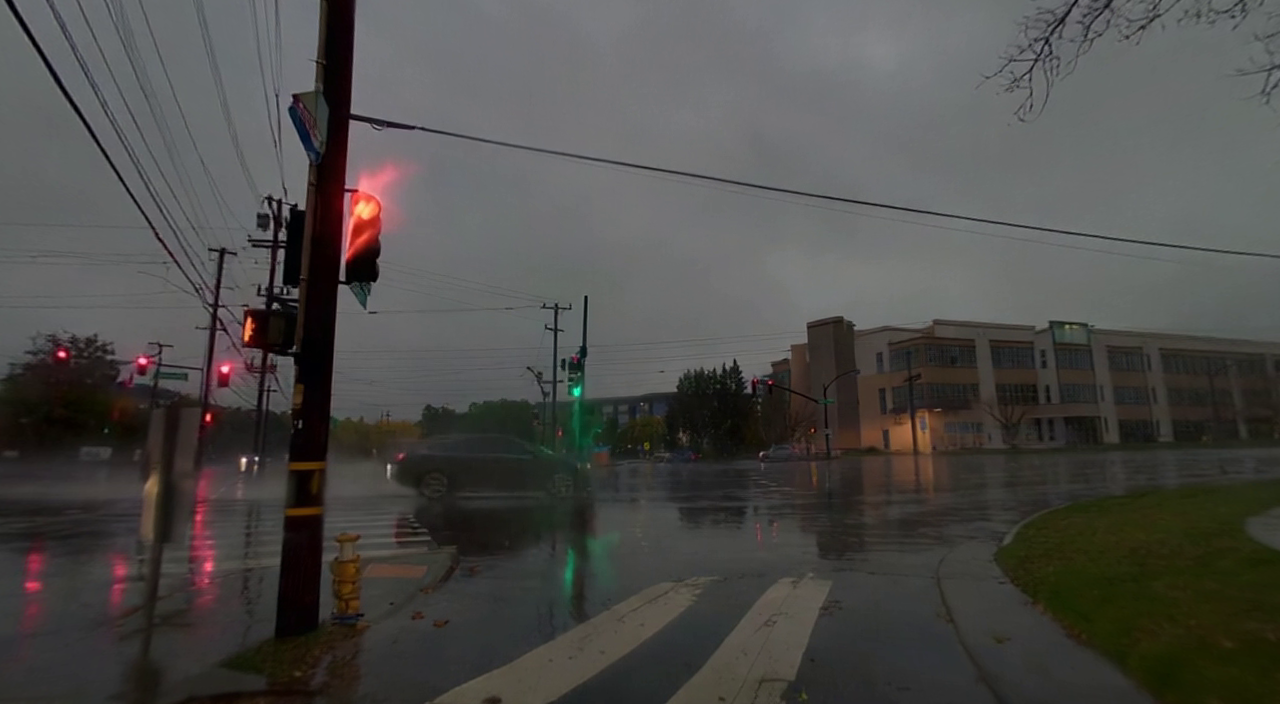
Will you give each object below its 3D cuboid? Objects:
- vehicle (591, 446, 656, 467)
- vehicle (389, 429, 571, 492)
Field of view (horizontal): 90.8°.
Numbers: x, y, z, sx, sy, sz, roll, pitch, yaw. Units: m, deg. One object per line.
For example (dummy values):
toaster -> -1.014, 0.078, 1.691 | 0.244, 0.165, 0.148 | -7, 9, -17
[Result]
vehicle -> -1.152, 7.548, 45.816 | 4.391, 1.451, 1.717 | 4, -9, -26
vehicle -> -4.355, 3.035, 17.816 | 4.530, 1.648, 2.075 | 0, -8, 0
